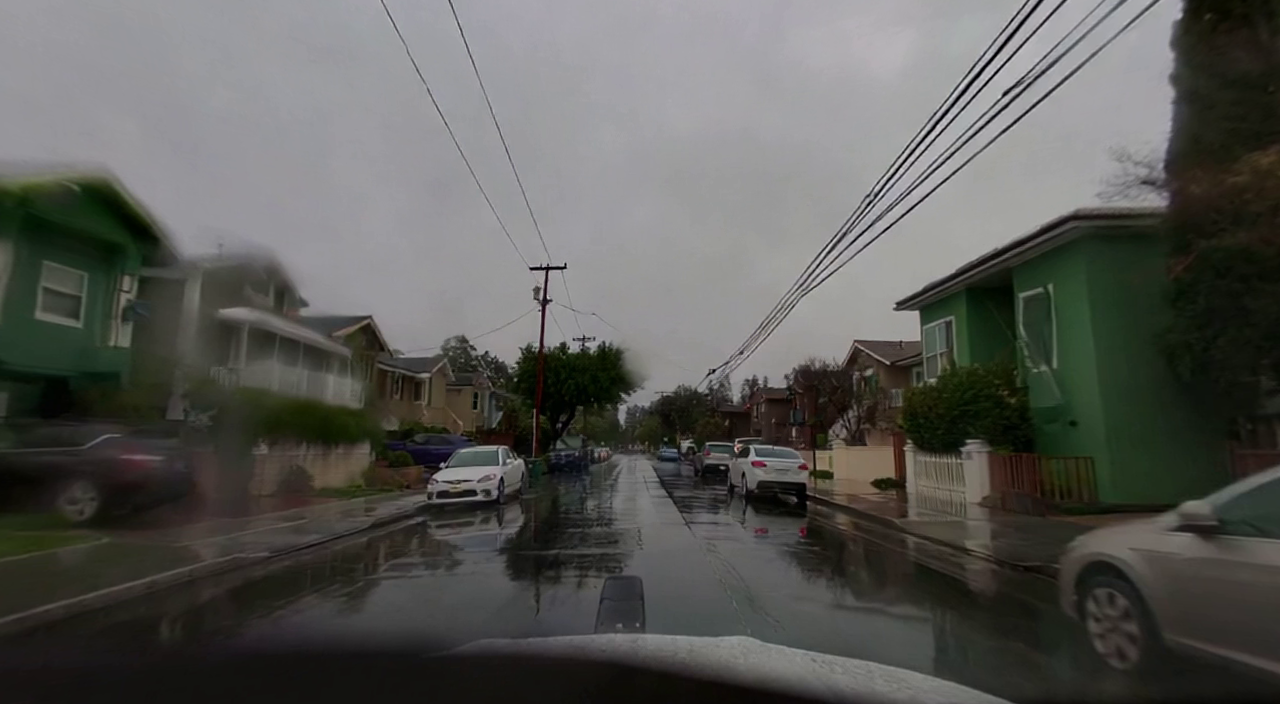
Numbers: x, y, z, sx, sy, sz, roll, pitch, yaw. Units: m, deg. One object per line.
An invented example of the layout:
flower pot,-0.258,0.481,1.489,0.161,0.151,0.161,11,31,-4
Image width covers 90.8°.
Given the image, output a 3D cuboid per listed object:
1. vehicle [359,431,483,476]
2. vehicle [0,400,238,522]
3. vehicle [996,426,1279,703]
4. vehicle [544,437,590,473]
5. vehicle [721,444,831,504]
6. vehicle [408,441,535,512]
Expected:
vehicle,-9.165,4.277,26.779,4.469,1.816,2.022,0,-8,-1
vehicle,-8.932,1.663,9.809,3.993,1.686,1.947,0,-8,1
vehicle,3.724,1.070,2.693,1.975,1.496,4.042,0,-8,-1
vehicle,-4.107,5.883,36.168,2.057,1.887,5.053,0,-8,0
vehicle,3.657,3.349,17.961,1.862,1.452,4.737,0,-8,-3
vehicle,-3.873,2.935,15.445,1.971,1.460,4.523,0,-8,-2
